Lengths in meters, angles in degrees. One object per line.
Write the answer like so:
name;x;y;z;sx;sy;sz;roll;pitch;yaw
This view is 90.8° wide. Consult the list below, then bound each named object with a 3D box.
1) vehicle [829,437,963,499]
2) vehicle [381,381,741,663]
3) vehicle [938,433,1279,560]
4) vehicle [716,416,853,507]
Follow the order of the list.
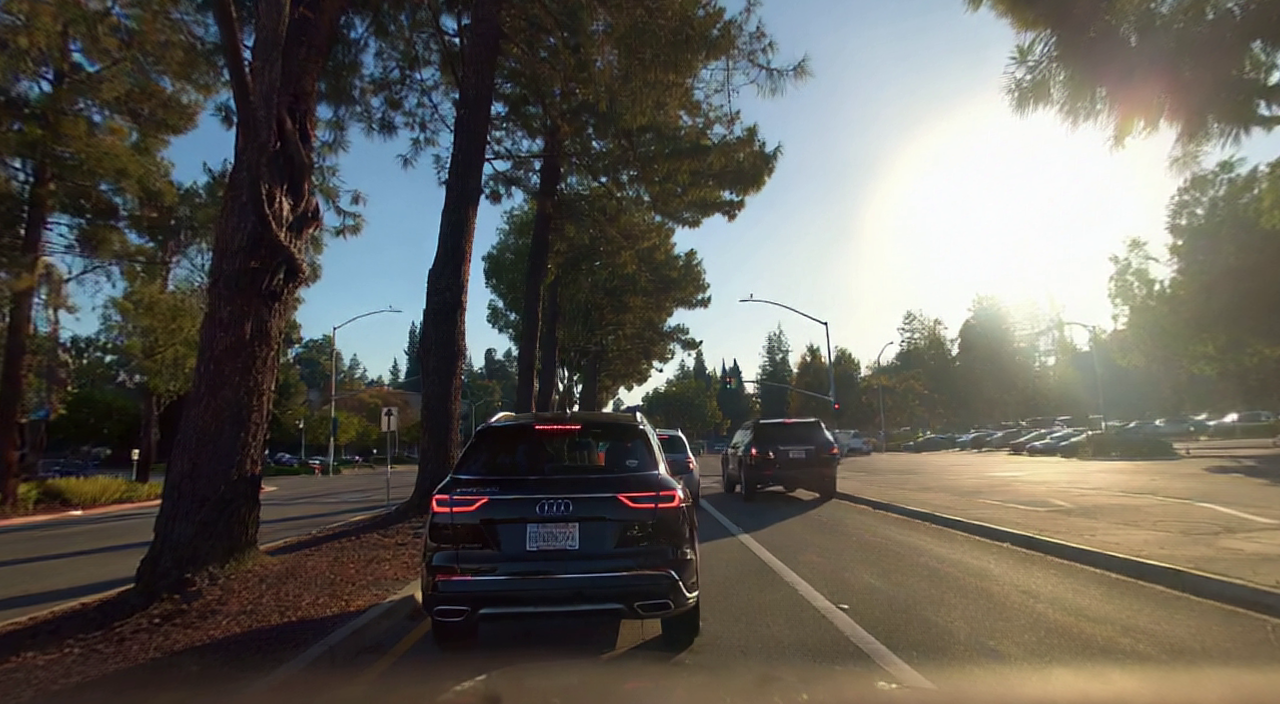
vehicle;6.973;3.190;17.780;1.890;1.489;4.415;0;-9;0
vehicle;-0.428;1.353;6.078;2.201;1.709;4.271;0;-9;2
vehicle;6.588;2.021;9.663;1.894;1.445;4.565;0;-9;1
vehicle;3.361;2.679;15.875;2.200;1.909;4.853;0;-9;-1
